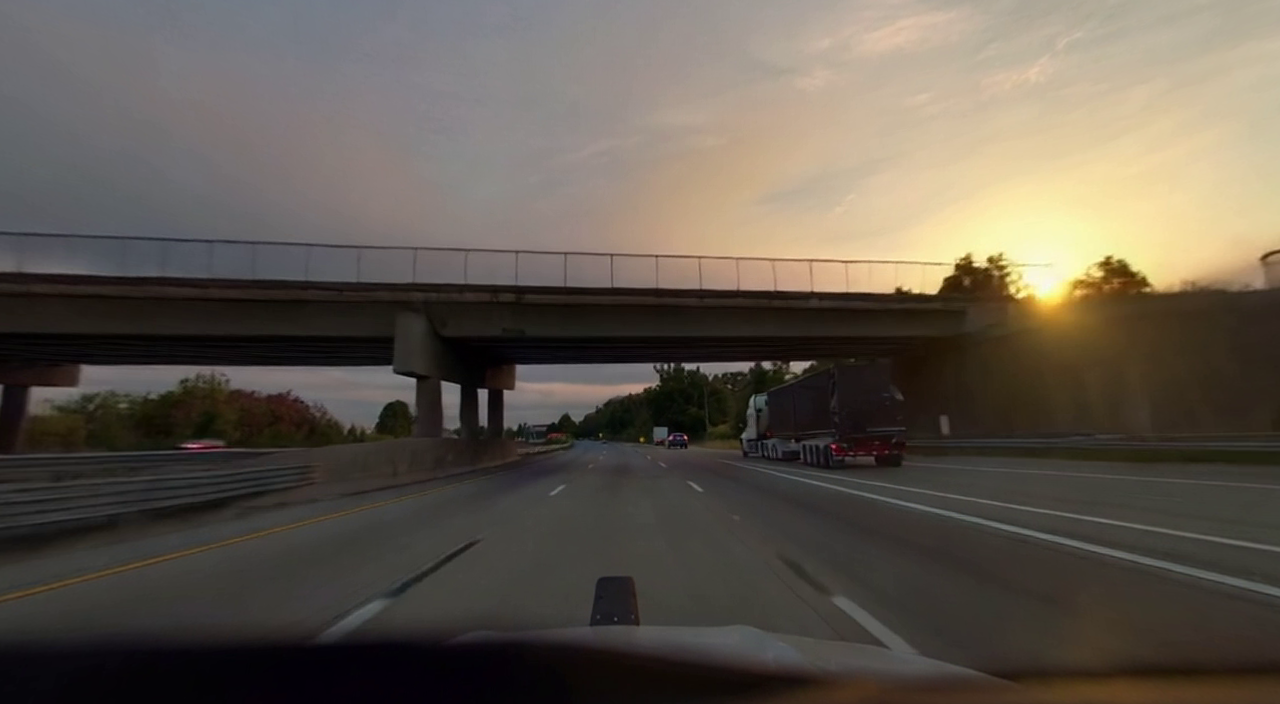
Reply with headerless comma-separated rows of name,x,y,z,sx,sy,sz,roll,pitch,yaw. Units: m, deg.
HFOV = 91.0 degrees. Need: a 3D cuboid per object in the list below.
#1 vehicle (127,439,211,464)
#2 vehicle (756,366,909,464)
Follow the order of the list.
vehicle,-31.070,6.561,41.694,1.914,1.478,4.481,-1,-8,2
vehicle,9.200,3.536,32.808,2.855,4.053,13.328,0,-8,-4
